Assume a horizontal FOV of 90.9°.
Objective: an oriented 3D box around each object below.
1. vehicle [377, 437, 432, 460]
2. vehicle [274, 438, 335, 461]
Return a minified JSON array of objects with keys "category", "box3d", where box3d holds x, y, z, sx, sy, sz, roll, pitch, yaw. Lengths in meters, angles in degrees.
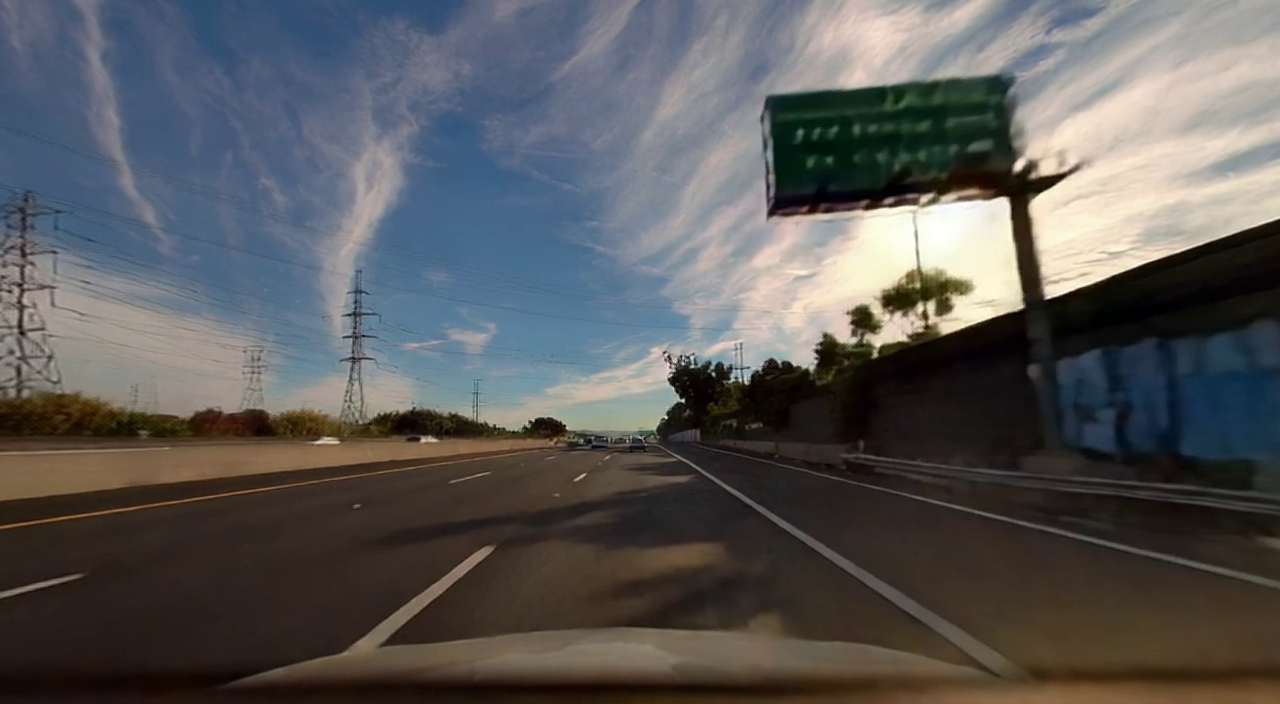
[{"category":"vehicle","box3d":[-15.355,6.290,41.353,1.930,1.419,4.429,0,-8,0]},{"category":"vehicle","box3d":[-23.109,6.714,43.516,1.803,1.477,4.353,0,-8,0]}]
